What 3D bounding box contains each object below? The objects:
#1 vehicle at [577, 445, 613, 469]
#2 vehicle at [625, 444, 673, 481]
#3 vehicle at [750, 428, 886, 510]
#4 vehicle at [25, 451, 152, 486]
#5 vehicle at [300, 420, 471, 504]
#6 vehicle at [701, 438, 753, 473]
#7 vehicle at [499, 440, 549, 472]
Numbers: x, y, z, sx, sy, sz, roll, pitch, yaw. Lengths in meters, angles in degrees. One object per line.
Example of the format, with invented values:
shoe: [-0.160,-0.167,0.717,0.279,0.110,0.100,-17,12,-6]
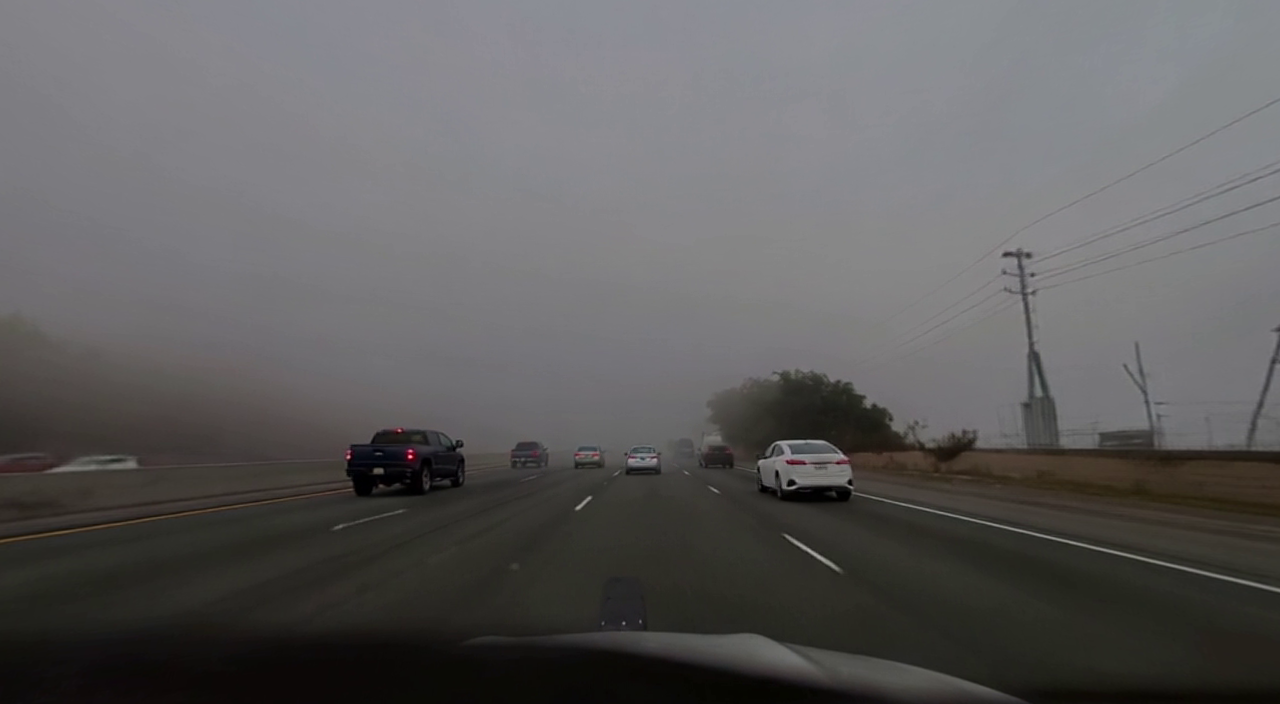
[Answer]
vehicle: [-2.835,6.729,40.664,1.904,1.479,4.274,0,-9,1]
vehicle: [0.380,4.752,27.442,1.966,1.444,3.986,0,-9,1]
vehicle: [4.099,2.773,15.372,2.002,1.691,4.290,0,-9,0]
vehicle: [-34.541,7.285,39.807,2.660,1.965,5.799,0,-9,1]
vehicle: [-6.758,3.010,17.732,2.269,1.936,5.777,0,-9,1]
vehicle: [4.621,5.565,34.116,2.195,1.778,4.455,0,-9,1]
vehicle: [-6.609,5.967,36.313,1.978,1.680,4.263,0,-9,1]
